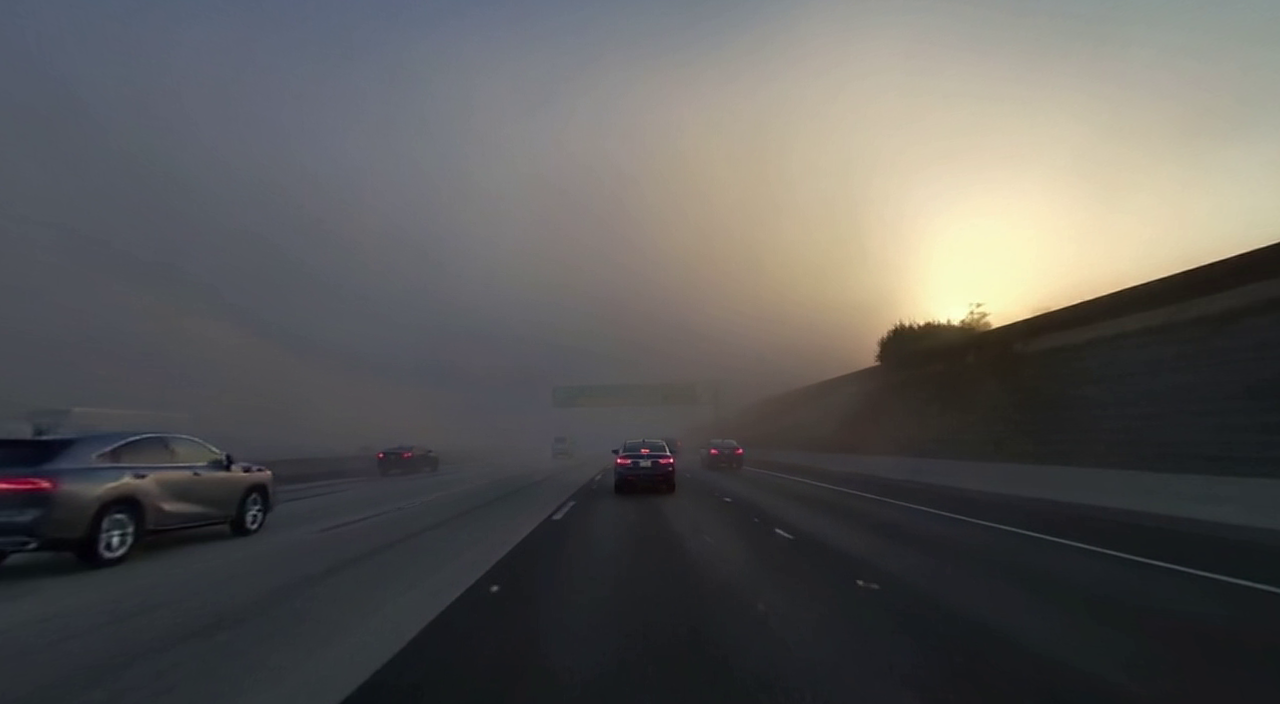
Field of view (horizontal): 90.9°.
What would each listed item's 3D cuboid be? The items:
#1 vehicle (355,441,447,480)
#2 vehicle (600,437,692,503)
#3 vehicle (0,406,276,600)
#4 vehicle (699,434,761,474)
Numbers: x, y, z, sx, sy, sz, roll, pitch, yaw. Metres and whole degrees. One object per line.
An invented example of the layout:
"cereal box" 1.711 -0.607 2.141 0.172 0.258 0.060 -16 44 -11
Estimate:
"vehicle" -10.140 4.615 27.243 2.019 1.510 4.992 0 -8 0
"vehicle" 0.086 2.951 16.234 2.042 1.446 4.269 0 -8 -1
"vehicle" -6.607 1.608 7.487 2.060 1.669 4.242 0 -8 -1
"vehicle" 4.106 4.752 29.548 2.100 1.707 4.342 0 -8 -2
